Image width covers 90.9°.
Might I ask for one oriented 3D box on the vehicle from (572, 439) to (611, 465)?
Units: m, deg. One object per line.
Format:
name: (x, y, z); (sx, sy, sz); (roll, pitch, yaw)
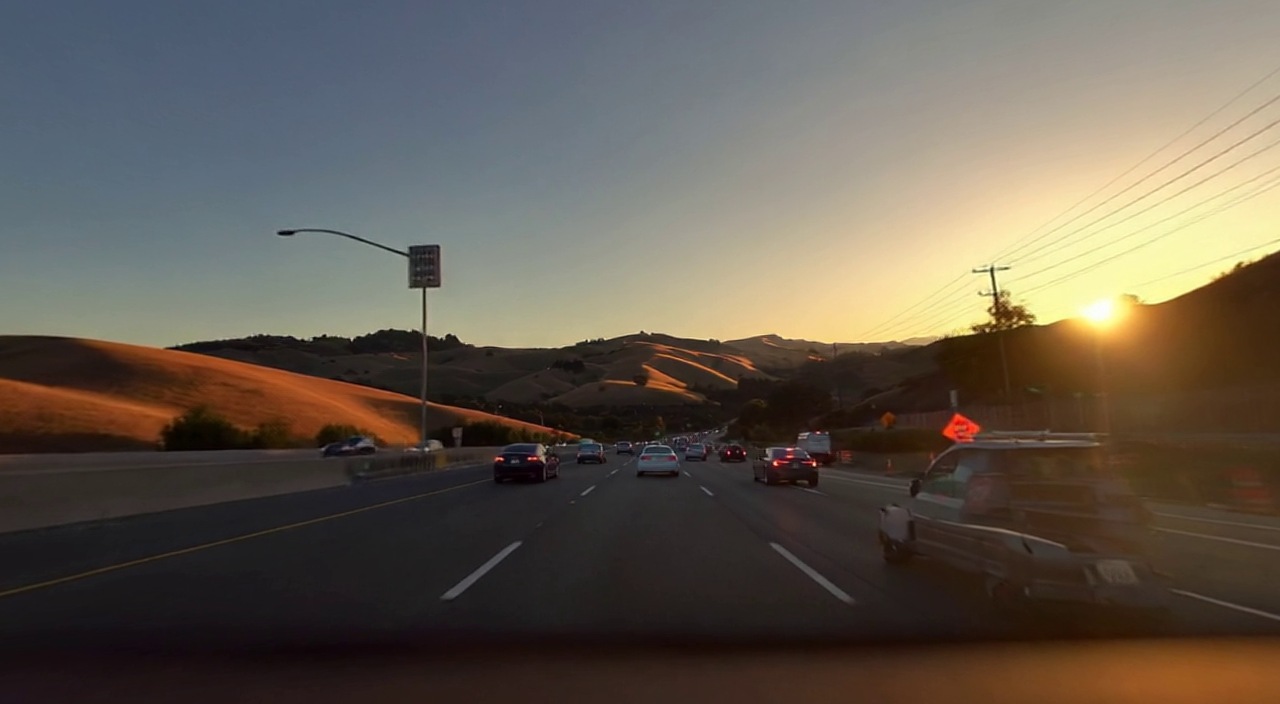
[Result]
vehicle: (-3.275, 6.897, 43.537); (2.234, 1.675, 4.527); (-1, -8, 1)

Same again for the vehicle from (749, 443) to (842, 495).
vehicle: (4.857, 3.691, 20.329); (1.867, 1.465, 4.093); (0, -8, -1)

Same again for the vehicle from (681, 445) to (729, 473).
vehicle: (3.544, 5.953, 35.313); (2.177, 1.453, 4.205); (0, -8, -1)

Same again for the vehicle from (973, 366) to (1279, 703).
vehicle: (3.851, 0.924, 2.965); (2.018, 1.670, 4.658); (0, -8, 0)

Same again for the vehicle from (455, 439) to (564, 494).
vehicle: (-3.698, 3.343, 18.774); (2.232, 1.438, 4.163); (-1, -8, 2)

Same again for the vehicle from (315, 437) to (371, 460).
vehicle: (-21.244, 6.915, 45.306); (1.976, 1.559, 3.997); (-1, -8, 2)

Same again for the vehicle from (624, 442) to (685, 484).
vehicle: (0.537, 4.268, 24.606); (2.138, 1.473, 4.392); (0, -8, 1)
